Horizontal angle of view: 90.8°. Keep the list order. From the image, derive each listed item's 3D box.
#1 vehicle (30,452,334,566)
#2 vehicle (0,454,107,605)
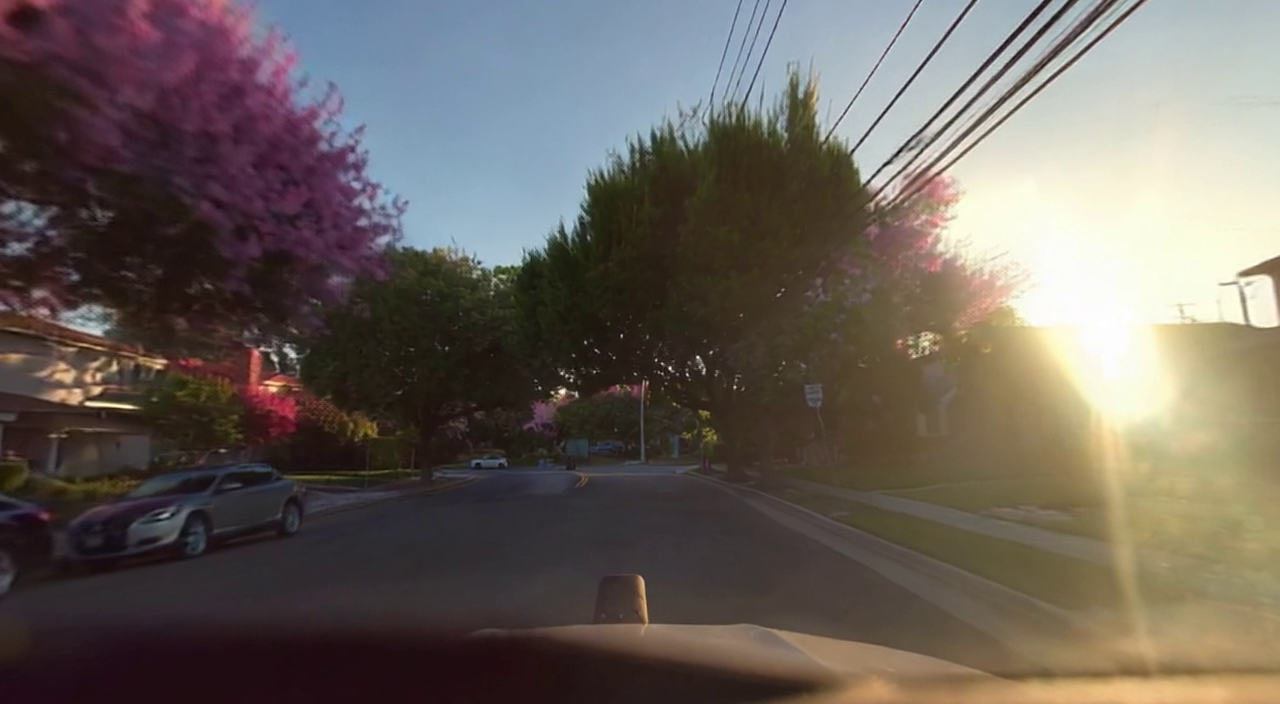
[{"bbox_3d":[-7.245,2.470,10.729,1.896,1.484,4.298,0,-9,1],"label":"vehicle"},{"bbox_3d":[-7.484,1.631,5.279,2.034,1.493,4.524,0,-9,1],"label":"vehicle"}]
